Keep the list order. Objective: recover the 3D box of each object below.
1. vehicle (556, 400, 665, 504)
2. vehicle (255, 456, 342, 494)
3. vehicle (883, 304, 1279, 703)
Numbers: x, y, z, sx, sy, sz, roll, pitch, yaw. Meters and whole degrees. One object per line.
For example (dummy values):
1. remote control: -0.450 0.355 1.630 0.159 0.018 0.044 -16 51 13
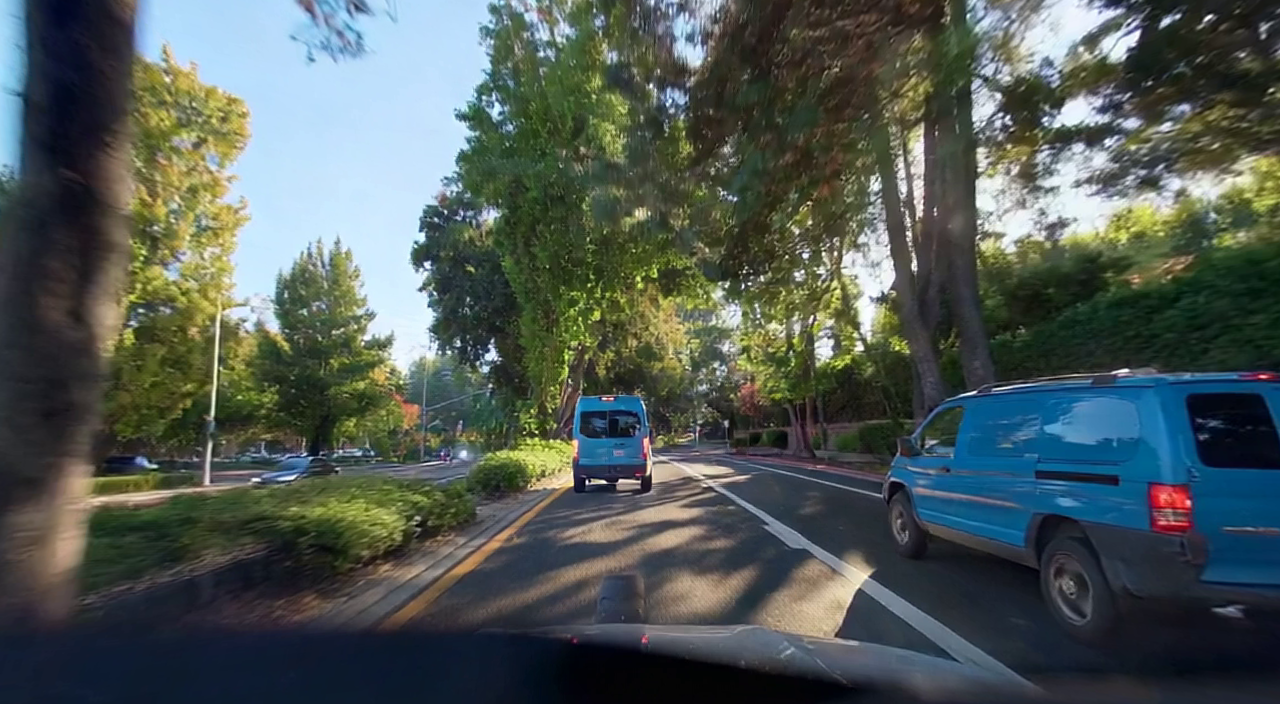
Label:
1. vehicle: -0.585 2.308 14.730 2.145 2.046 4.309 0 -8 0
2. vehicle: -14.484 5.192 27.014 1.702 1.413 3.774 0 -8 -2
3. vehicle: 3.683 0.987 4.895 1.988 1.873 3.968 0 -9 0
